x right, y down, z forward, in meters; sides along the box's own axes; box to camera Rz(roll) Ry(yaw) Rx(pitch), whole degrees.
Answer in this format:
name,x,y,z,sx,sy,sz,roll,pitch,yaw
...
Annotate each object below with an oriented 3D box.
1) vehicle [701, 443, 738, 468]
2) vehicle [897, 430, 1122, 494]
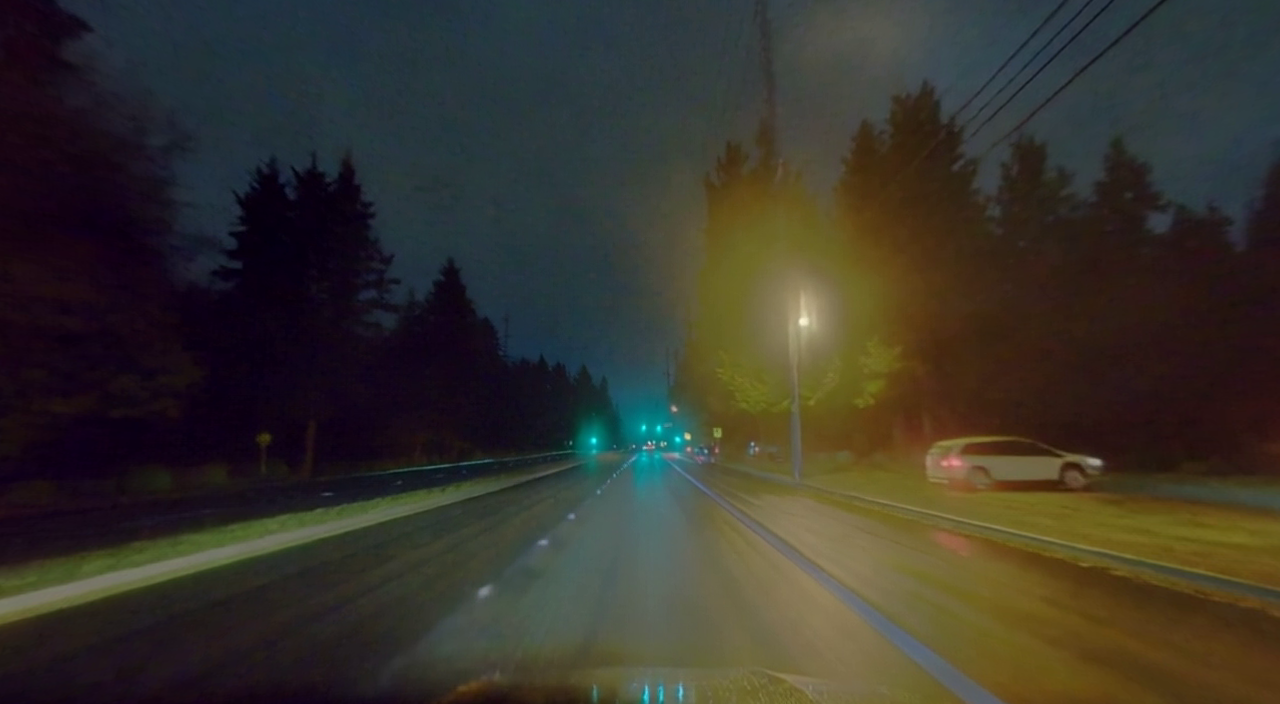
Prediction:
name,x,y,z,sx,sy,sz,roll,pitch,yaw
vehicle,5.253,6.872,42.108,1.920,1.514,4.746,0,-8,1
vehicle,10.439,3.122,18.143,5.118,1.701,2.175,0,-8,-3
